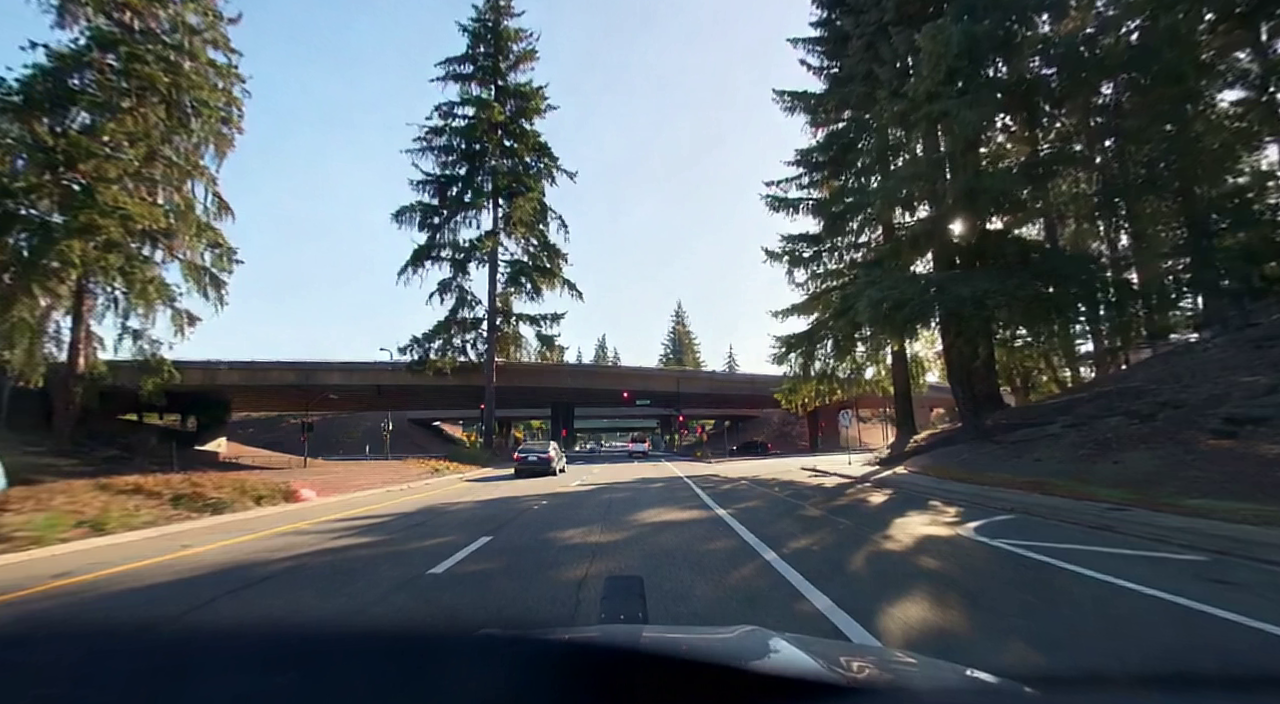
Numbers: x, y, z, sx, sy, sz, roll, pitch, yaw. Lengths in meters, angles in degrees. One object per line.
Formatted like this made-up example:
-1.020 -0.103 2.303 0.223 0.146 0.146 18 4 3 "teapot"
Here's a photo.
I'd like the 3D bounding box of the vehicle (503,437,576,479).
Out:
-3.770 4.058 24.437 2.082 1.472 4.310 0 -8 1 "vehicle"
